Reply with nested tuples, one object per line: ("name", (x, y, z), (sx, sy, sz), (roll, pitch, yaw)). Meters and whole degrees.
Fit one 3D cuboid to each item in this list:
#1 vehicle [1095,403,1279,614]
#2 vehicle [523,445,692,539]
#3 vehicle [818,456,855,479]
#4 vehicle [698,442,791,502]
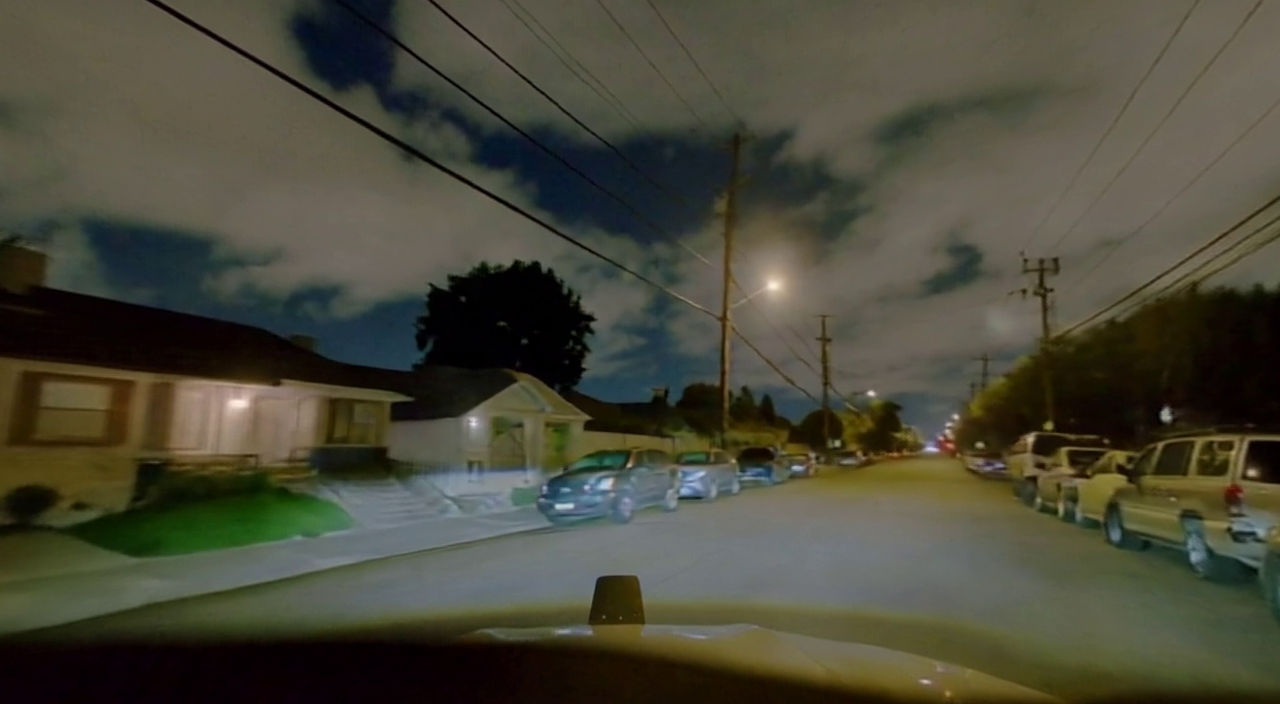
("vehicle", (7.250, 1.766, 7.374), (2.055, 1.763, 5.134), (2, -9, 23))
("vehicle", (-0.511, 2.947, 14.102), (1.909, 1.675, 4.442), (-4, -9, 24))
("vehicle", (13.781, 8.027, 44.122), (1.958, 1.359, 4.357), (-4, -9, 23))
("vehicle", (3.912, 4.245, 23.014), (2.034, 1.923, 4.713), (-4, -9, 26))
